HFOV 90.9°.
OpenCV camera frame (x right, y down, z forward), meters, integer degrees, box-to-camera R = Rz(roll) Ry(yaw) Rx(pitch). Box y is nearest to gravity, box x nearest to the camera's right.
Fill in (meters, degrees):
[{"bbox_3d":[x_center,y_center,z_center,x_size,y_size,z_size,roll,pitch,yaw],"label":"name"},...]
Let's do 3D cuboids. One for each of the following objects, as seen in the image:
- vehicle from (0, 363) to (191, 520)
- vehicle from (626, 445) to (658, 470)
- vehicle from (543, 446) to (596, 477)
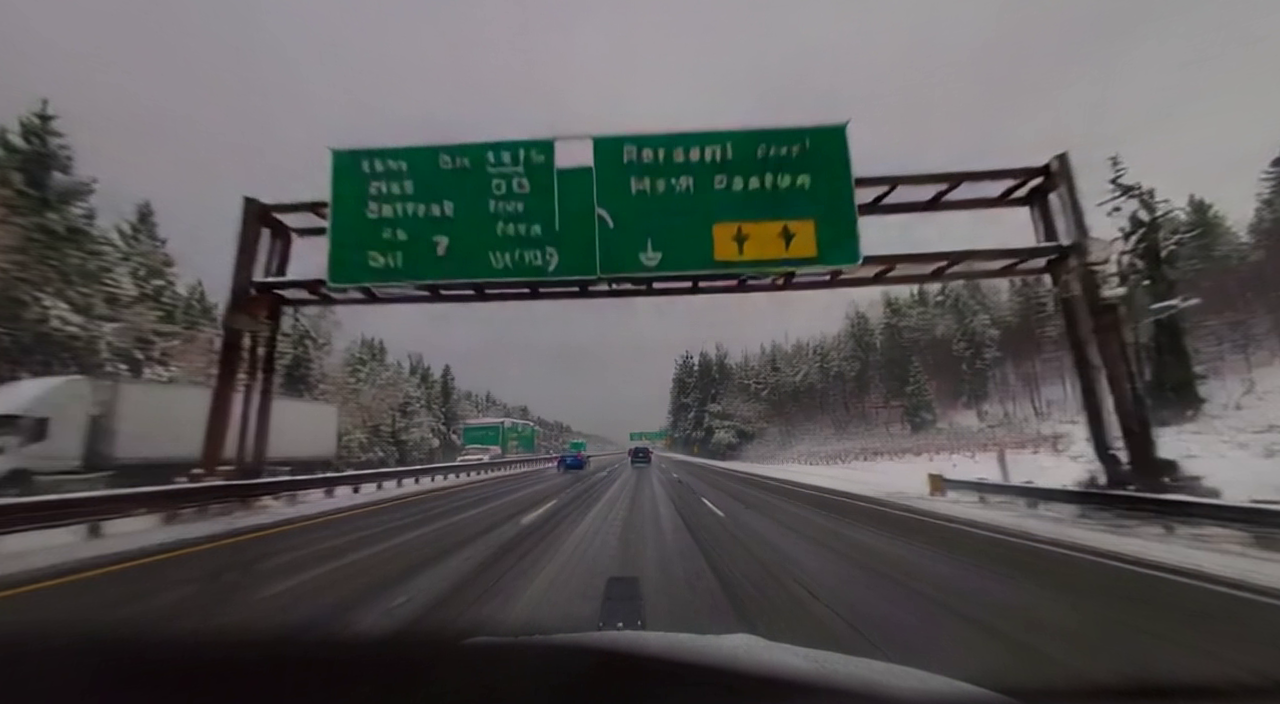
[{"bbox_3d":[-17.614,2.752,19.365,2.969,4.056,6.010,0,-9,0],"label":"vehicle"},{"bbox_3d":[0.137,7.011,42.129,2.011,1.590,3.607,0,-9,0],"label":"vehicle"},{"bbox_3d":[-3.613,5.669,32.950,2.157,1.483,4.601,0,-9,1],"label":"vehicle"}]
